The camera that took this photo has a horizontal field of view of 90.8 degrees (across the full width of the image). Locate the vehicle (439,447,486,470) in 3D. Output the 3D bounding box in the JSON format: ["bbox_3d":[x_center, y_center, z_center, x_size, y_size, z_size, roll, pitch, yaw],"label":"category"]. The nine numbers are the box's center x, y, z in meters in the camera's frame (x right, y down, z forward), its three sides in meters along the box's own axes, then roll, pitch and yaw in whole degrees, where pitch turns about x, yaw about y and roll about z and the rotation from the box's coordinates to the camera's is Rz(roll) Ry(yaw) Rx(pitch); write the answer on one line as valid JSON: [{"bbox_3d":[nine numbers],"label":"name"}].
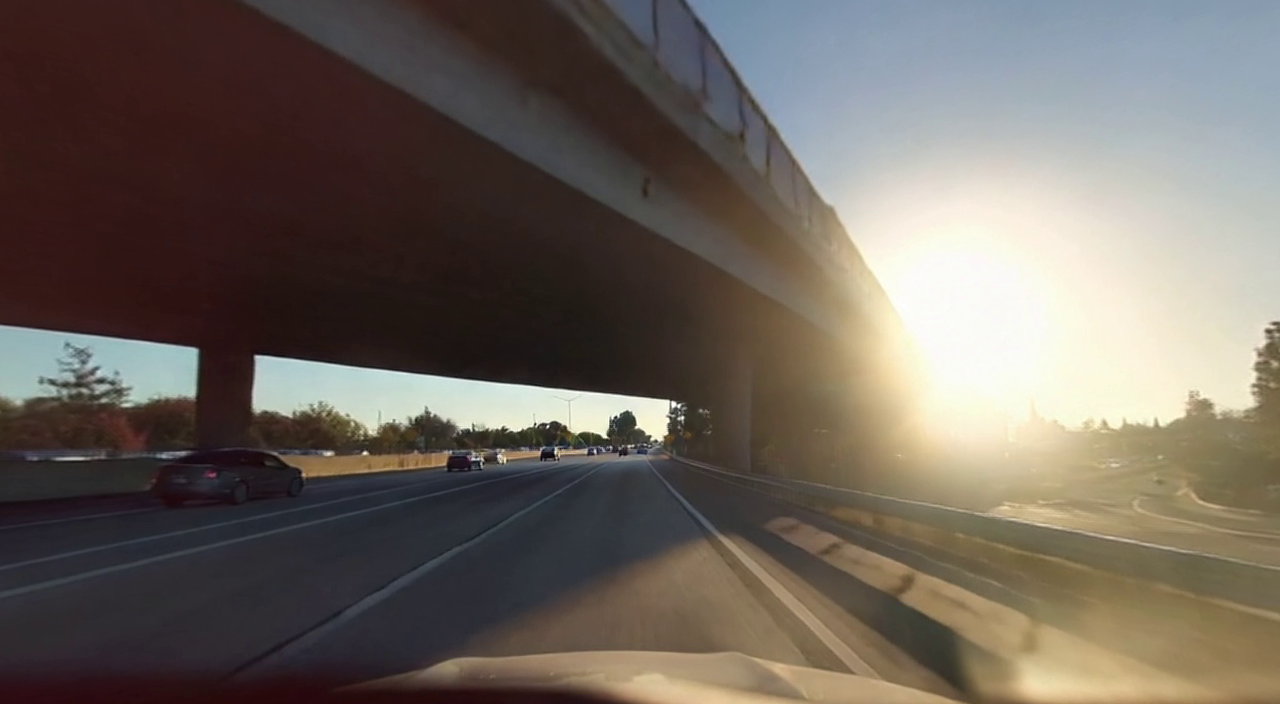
[{"bbox_3d":[-12.508,7.511,44.741,2.271,1.537,4.029,0,-8,-3],"label":"vehicle"}]

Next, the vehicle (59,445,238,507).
[{"bbox_3d":[-13.956,3.495,18.371,1.829,1.520,4.505,0,-8,-4],"label":"vehicle"}]
